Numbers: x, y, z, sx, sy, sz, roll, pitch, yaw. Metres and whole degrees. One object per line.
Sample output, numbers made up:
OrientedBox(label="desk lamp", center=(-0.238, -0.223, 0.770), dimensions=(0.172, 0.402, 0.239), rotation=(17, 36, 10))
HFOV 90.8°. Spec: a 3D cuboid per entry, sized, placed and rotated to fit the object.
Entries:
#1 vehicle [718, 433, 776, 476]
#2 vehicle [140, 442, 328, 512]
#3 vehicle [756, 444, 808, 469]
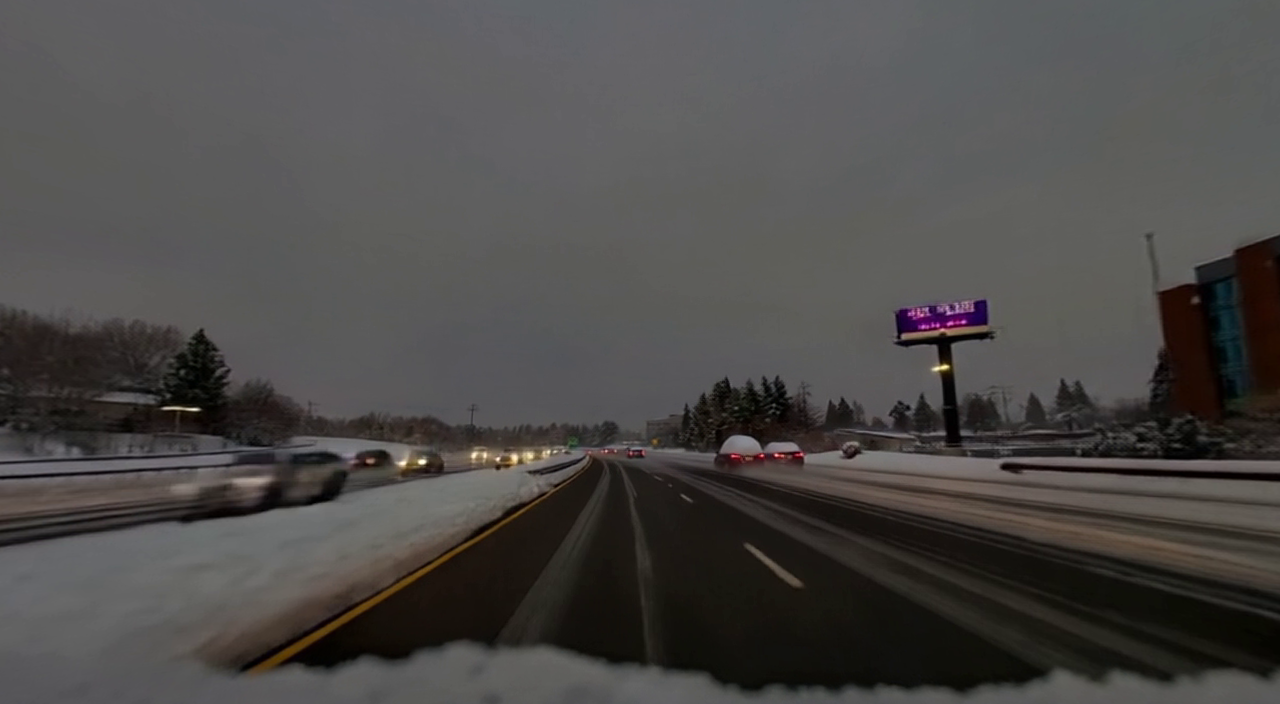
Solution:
OrientedBox(label="vehicle", center=(5.747, 5.584, 34.617), dimensions=(2.043, 2.154, 4.731), rotation=(0, -9, -3))
OrientedBox(label="vehicle", center=(-9.885, 3.020, 15.941), dimensions=(1.799, 1.433, 4.661), rotation=(0, -8, -2))
OrientedBox(label="vehicle", center=(9.017, 6.674, 40.643), dimensions=(1.981, 1.508, 4.768), rotation=(0, -9, -3))
